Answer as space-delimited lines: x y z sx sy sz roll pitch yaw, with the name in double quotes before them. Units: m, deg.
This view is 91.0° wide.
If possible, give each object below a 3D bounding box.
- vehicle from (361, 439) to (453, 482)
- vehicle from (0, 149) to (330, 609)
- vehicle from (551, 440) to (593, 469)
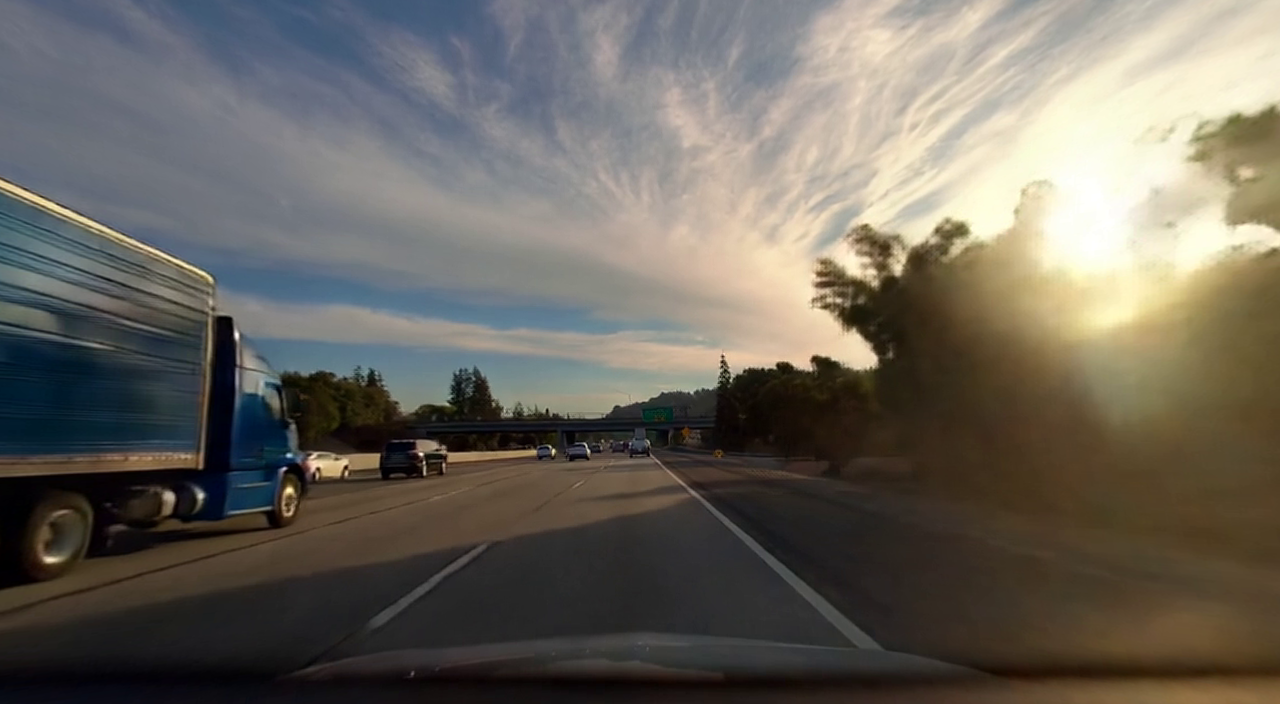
"vehicle" -10.478 4.911 28.897 2.146 1.764 5.510 0 -9 0
"vehicle" -7.089 0.282 5.675 3.303 3.868 10.298 0 -9 0
"vehicle" -4.138 6.290 38.866 2.094 1.695 4.260 0 -9 0
